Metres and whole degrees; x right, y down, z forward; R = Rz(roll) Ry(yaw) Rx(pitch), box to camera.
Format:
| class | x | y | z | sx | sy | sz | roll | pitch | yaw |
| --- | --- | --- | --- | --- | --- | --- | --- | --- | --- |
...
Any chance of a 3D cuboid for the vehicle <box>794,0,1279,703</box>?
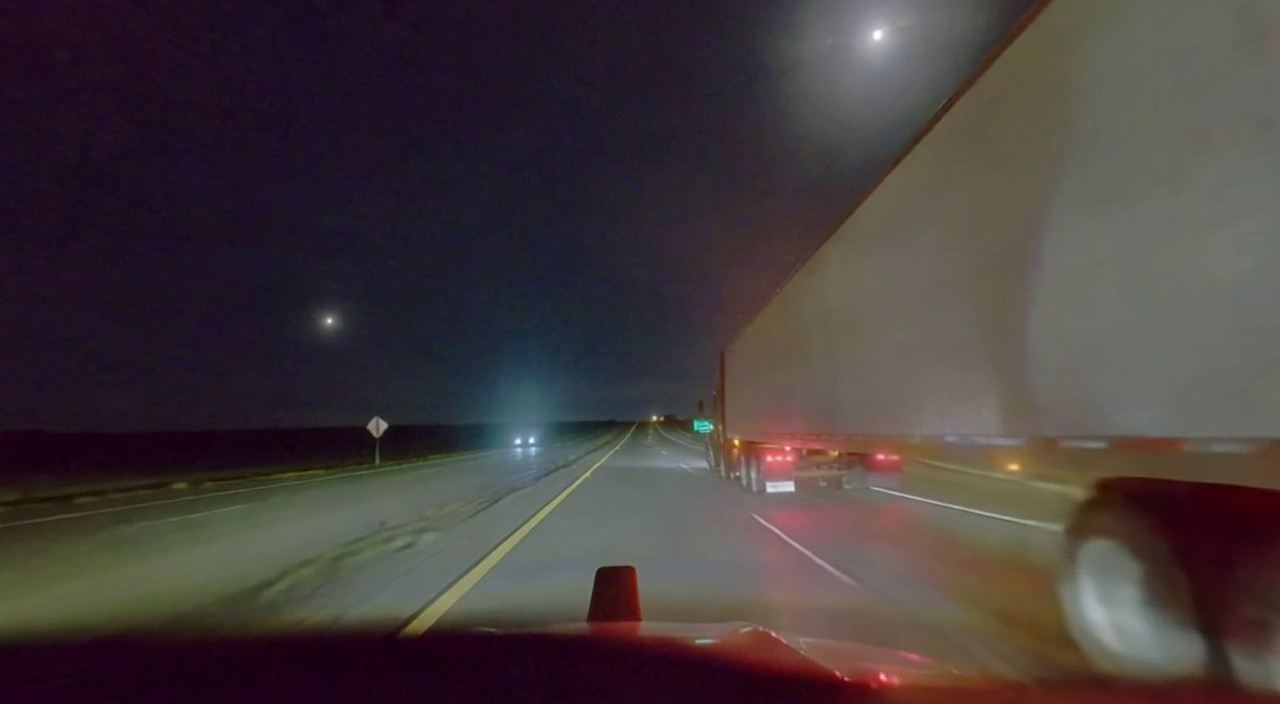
| class | x | y | z | sx | sy | sz | roll | pitch | yaw |
| --- | --- | --- | --- | --- | --- | --- | --- | --- | --- |
| vehicle | 3.676 | -0.044 | 4.469 | 2.949 | 3.877 | 8.528 | 0 | -8 | 0 |
